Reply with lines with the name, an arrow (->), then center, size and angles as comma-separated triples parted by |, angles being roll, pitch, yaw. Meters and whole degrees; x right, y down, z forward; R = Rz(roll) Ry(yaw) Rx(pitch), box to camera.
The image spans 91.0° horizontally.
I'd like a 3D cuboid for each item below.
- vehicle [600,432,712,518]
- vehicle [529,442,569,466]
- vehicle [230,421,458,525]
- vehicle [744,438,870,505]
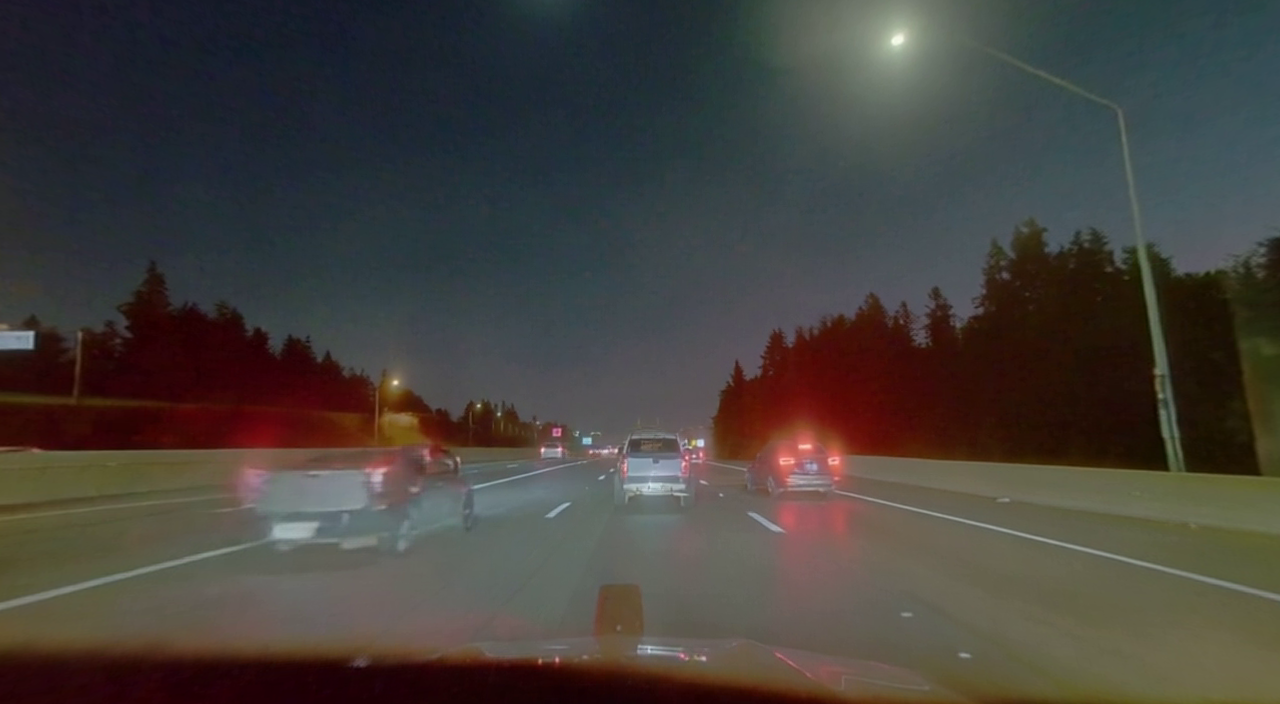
vehicle -> 0.289, 2.551, 13.482 | 2.044, 1.554, 3.824 | 0, -9, 0
vehicle -> -6.506, 7.366, 45.574 | 2.127, 1.644, 4.631 | 0, -9, 1
vehicle -> -5.804, 2.457, 13.368 | 2.182, 1.743, 5.144 | 0, -9, 2
vehicle -> 4.181, 3.078, 16.680 | 2.002, 1.499, 4.710 | 0, -9, 0
